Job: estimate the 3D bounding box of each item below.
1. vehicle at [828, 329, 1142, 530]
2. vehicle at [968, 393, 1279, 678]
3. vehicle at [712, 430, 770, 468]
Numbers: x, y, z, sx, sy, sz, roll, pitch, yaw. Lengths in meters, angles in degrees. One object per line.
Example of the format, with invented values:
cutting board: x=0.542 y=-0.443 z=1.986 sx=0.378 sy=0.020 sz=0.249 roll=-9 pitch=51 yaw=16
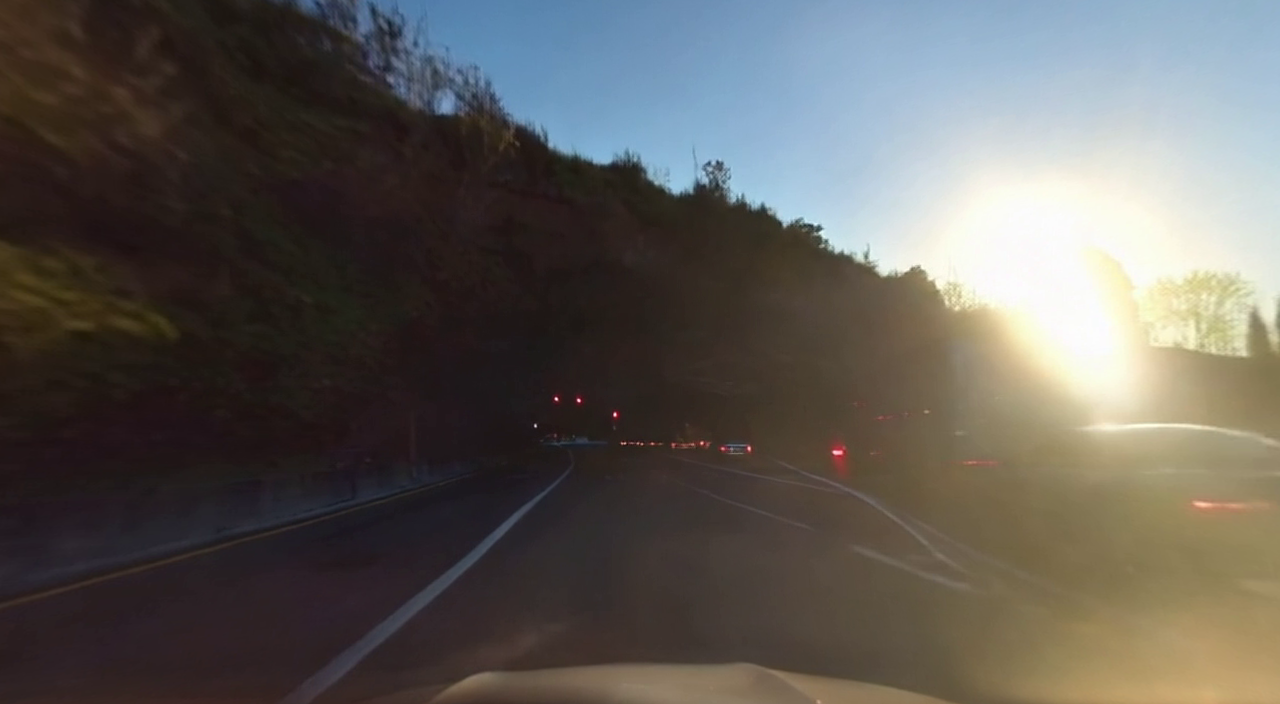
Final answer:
vehicle: x=6.336 y=1.719 z=13.530 sx=2.625 sy=2.975 sz=8.237 roll=-1 pitch=-8 yaw=5
vehicle: x=4.917 y=1.348 z=5.712 sx=1.926 sy=1.650 sz=4.315 roll=-1 pitch=-8 yaw=7
vehicle: x=4.970 y=4.847 z=31.501 sx=1.917 sy=1.748 sz=4.003 roll=0 pitch=-8 yaw=-5
